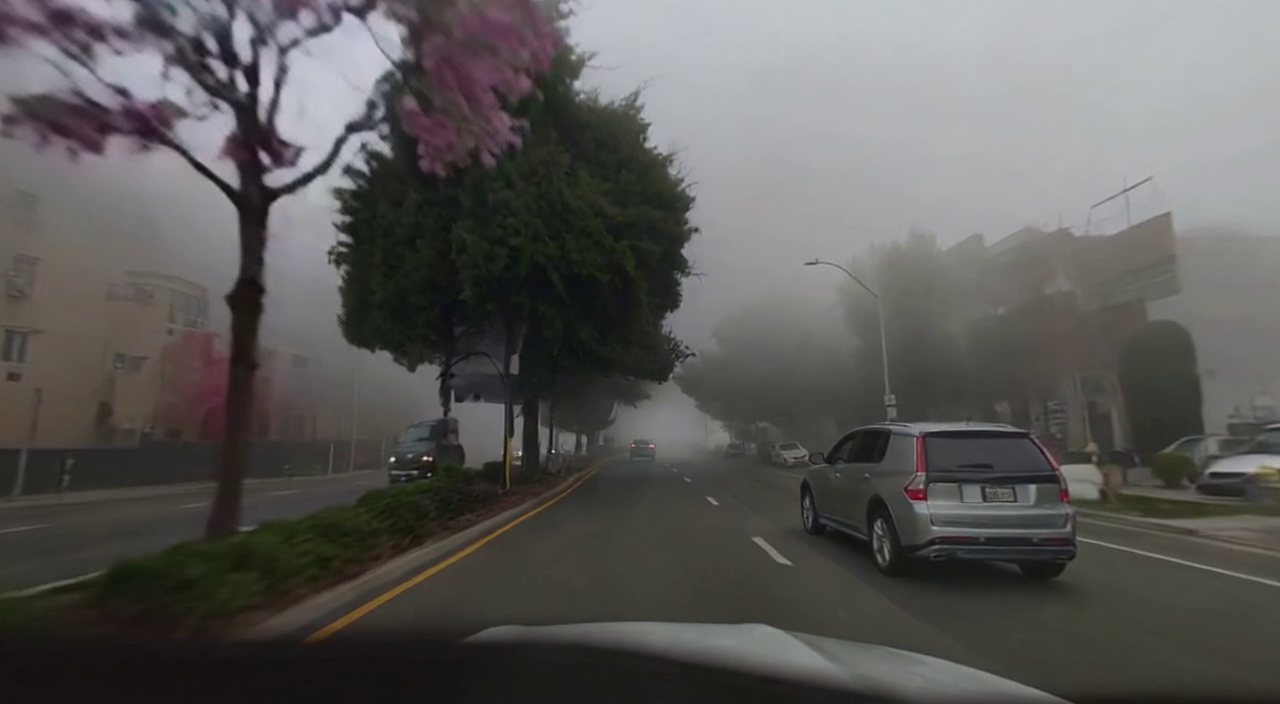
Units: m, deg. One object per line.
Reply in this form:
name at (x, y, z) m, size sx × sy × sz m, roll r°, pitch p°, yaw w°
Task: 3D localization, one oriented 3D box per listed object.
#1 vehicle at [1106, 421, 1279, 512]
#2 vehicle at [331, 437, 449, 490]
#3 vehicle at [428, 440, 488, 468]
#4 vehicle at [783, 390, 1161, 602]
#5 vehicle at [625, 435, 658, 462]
vehicle at (11.931, 2.234, 12.639) m, size 1.828 × 1.560 × 4.413 m, roll 0°, pitch -8°, yaw 1°
vehicle at (-7.942, 3.574, 20.555) m, size 1.960 × 1.530 × 4.313 m, roll 0°, pitch -8°, yaw 2°
vehicle at (-11.673, 6.571, 40.936) m, size 2.191 × 1.684 × 5.428 m, roll 0°, pitch -8°, yaw 1°
vehicle at (3.272, 1.520, 7.568) m, size 2.071 × 1.747 × 4.549 m, roll 0°, pitch -8°, yaw 1°
vehicle at (0.165, 6.913, 45.103) m, size 2.244 × 1.813 × 4.129 m, roll 0°, pitch -8°, yaw 2°
